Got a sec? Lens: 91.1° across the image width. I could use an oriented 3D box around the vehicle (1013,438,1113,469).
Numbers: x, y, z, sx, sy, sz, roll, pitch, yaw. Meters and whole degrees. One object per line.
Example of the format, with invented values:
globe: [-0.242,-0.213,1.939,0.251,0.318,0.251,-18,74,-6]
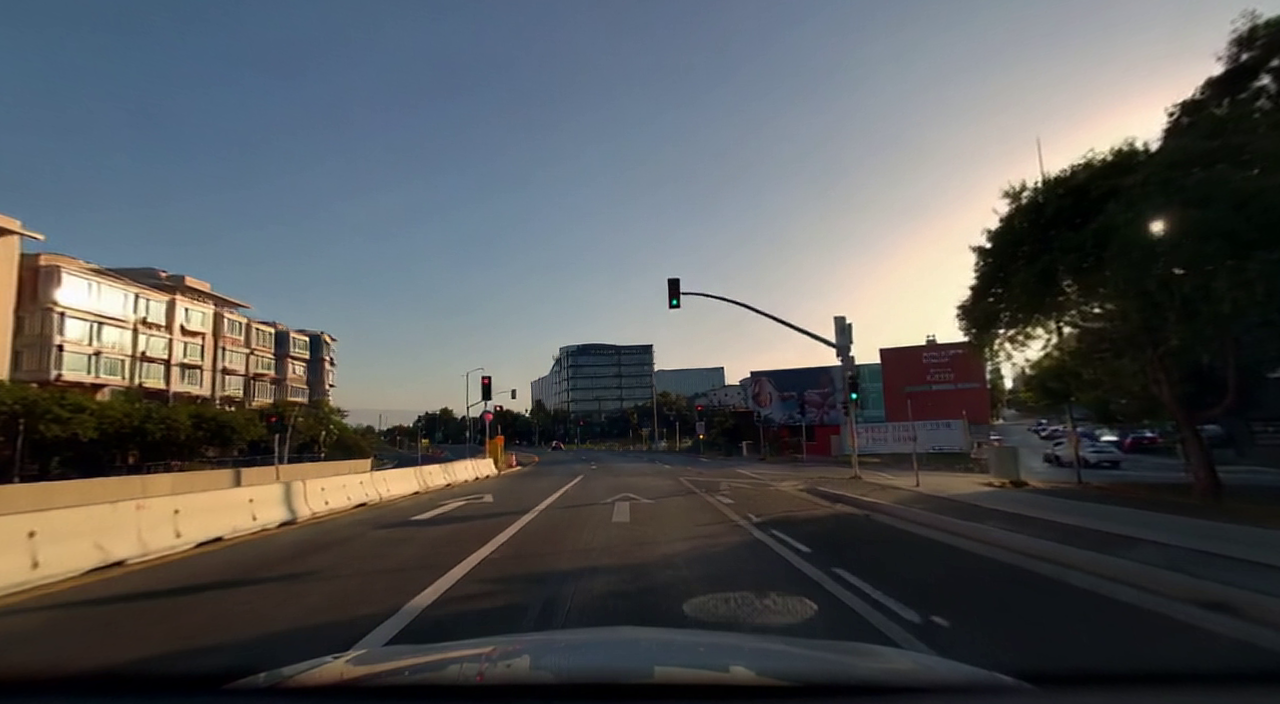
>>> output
vehicle: [22.057,5.286,32.870,1.717,1.486,3.824,4,-10,-32]
